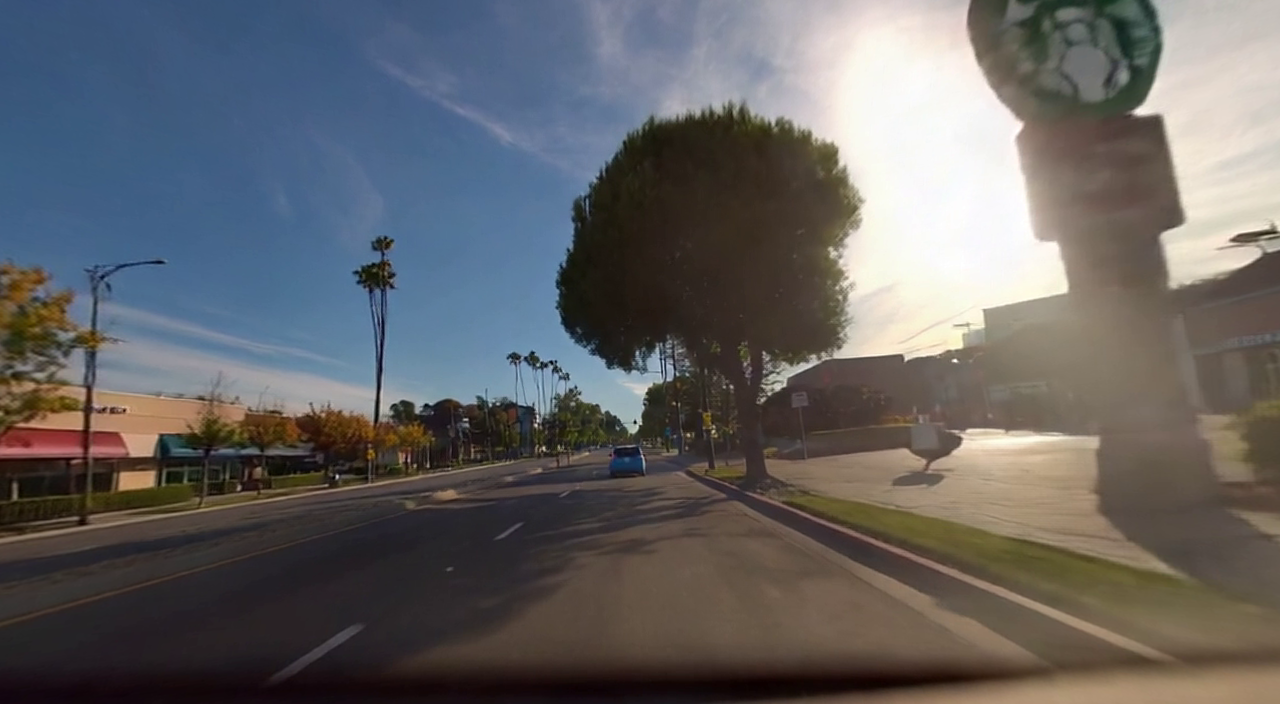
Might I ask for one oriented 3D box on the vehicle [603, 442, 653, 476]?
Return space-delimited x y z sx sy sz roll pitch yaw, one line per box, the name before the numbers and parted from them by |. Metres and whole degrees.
vehicle | -0.550 4.934 29.542 2.156 1.462 4.495 0 -8 0
